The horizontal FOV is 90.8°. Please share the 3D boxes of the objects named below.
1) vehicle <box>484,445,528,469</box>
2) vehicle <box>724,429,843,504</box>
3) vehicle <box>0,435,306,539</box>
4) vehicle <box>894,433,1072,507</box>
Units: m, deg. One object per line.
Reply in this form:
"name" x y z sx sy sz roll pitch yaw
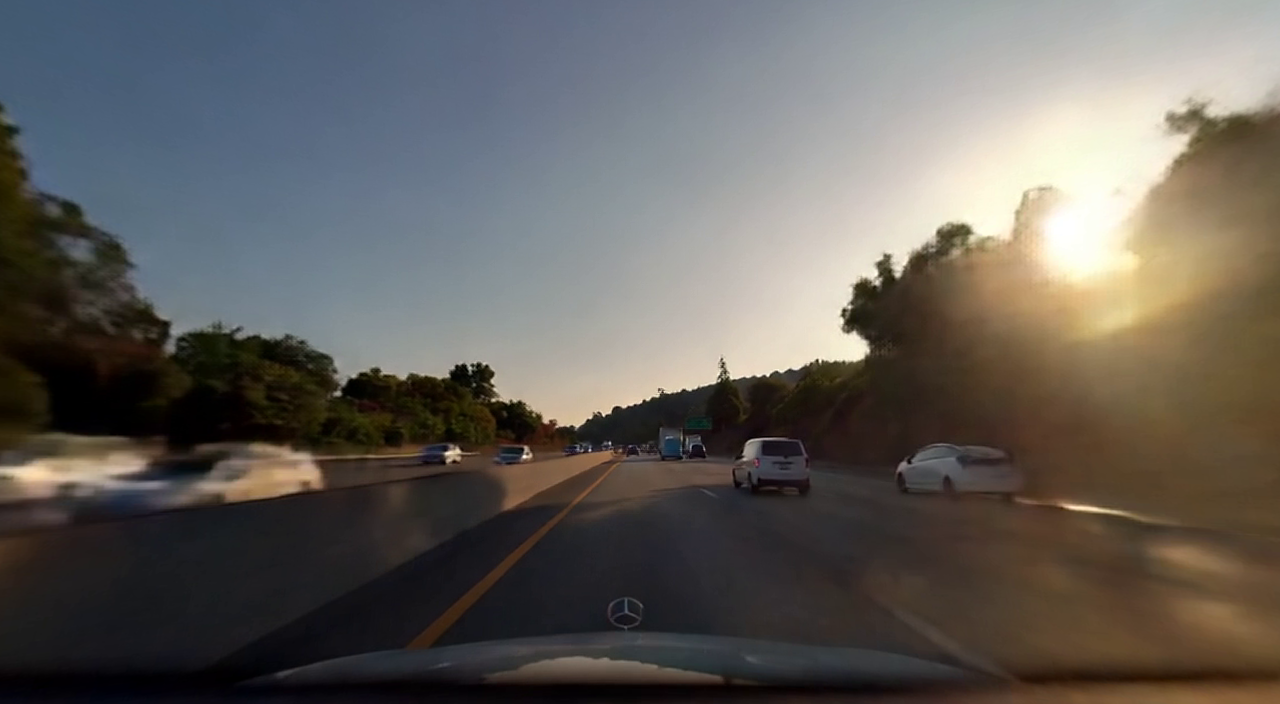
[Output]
"vehicle" -8.578 6.763 40.826 1.896 1.478 4.403 0 -9 0
"vehicle" 3.711 3.059 17.277 2.070 1.751 4.576 0 -9 -1
"vehicle" -8.338 2.296 11.417 2.015 1.467 4.629 0 -9 1
"vehicle" 8.636 2.996 16.476 2.018 1.636 4.510 0 -9 -1
